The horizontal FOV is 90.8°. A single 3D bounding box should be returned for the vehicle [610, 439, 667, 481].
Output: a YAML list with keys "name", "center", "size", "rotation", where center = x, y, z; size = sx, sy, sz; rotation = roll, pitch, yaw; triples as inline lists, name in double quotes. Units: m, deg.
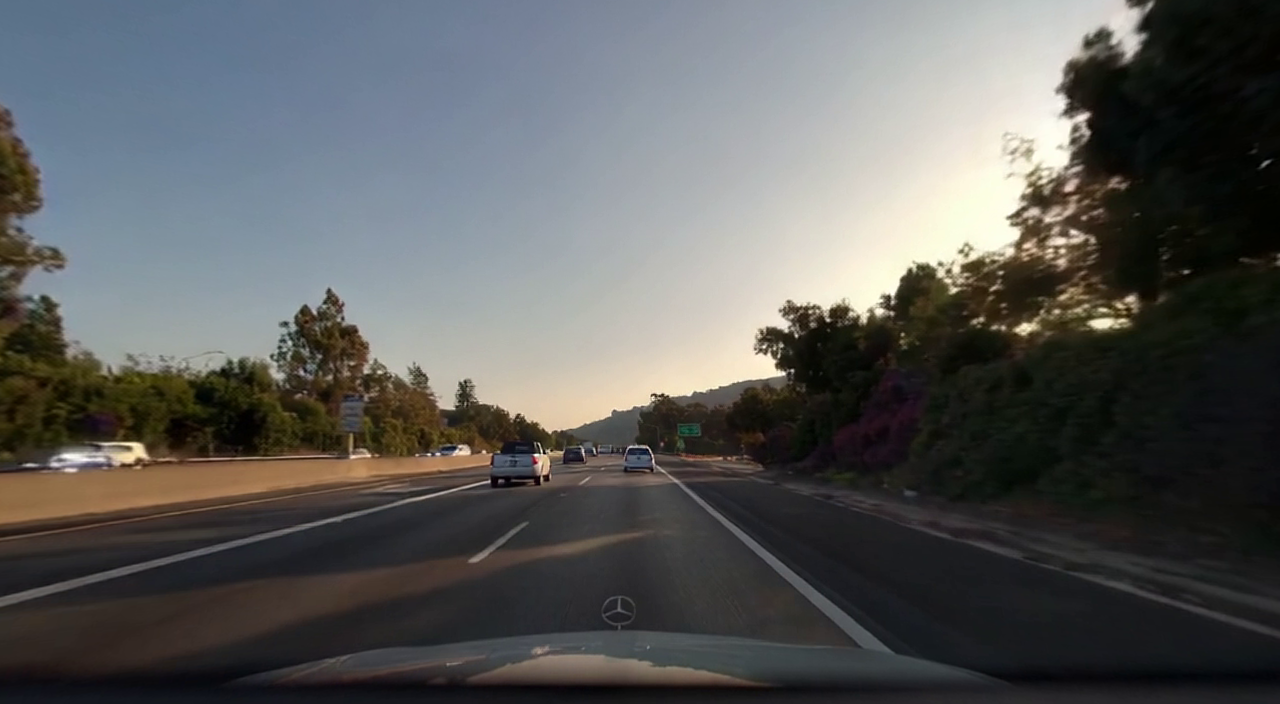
- name: "vehicle"
  center: [-0.103, 4.900, 28.944]
  size: [2.378, 1.750, 4.355]
  rotation: [0, -9, -1]

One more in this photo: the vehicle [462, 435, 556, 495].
- name: "vehicle"
  center: [-4.062, 3.574, 20.391]
  size: [2.044, 1.717, 4.421]
  rotation: [0, -9, 1]

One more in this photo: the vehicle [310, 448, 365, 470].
- name: "vehicle"
  center: [-21.348, 7.520, 44.715]
  size: [1.822, 1.467, 4.062]
  rotation: [0, -9, 1]

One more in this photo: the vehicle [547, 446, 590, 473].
- name: "vehicle"
  center: [-4.201, 6.389, 37.820]
  size: [2.084, 1.528, 4.094]
  rotation: [0, -9, 0]

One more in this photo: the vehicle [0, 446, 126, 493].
- name: "vehicle"
  center: [-20.957, 4.051, 22.189]
  size: [1.869, 1.452, 4.628]
  rotation: [0, -9, 0]
